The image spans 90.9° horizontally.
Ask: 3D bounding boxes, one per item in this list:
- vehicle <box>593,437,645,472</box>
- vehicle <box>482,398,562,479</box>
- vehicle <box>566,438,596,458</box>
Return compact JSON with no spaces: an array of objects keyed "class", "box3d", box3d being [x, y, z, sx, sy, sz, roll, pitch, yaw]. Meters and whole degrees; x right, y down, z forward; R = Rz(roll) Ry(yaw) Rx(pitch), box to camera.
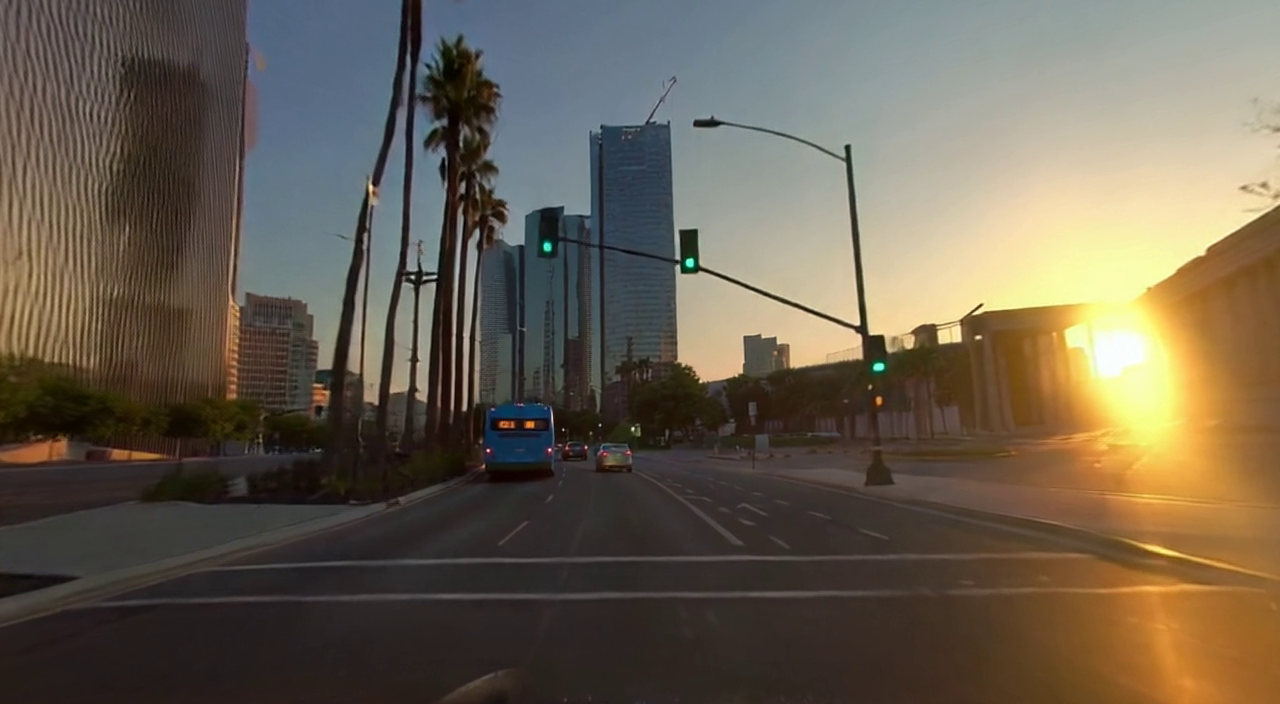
[{"class":"vehicle","box3d":[-1.073,4.781,29.577,2.107,1.481,4.097,1,-8,-6]},{"class":"vehicle","box3d":[-4.966,3.850,28.065,2.678,3.042,8.474,0,-8,-5]},{"class":"vehicle","box3d":[-4.661,7.554,49.644,1.993,1.452,3.873,1,-8,-11]}]
